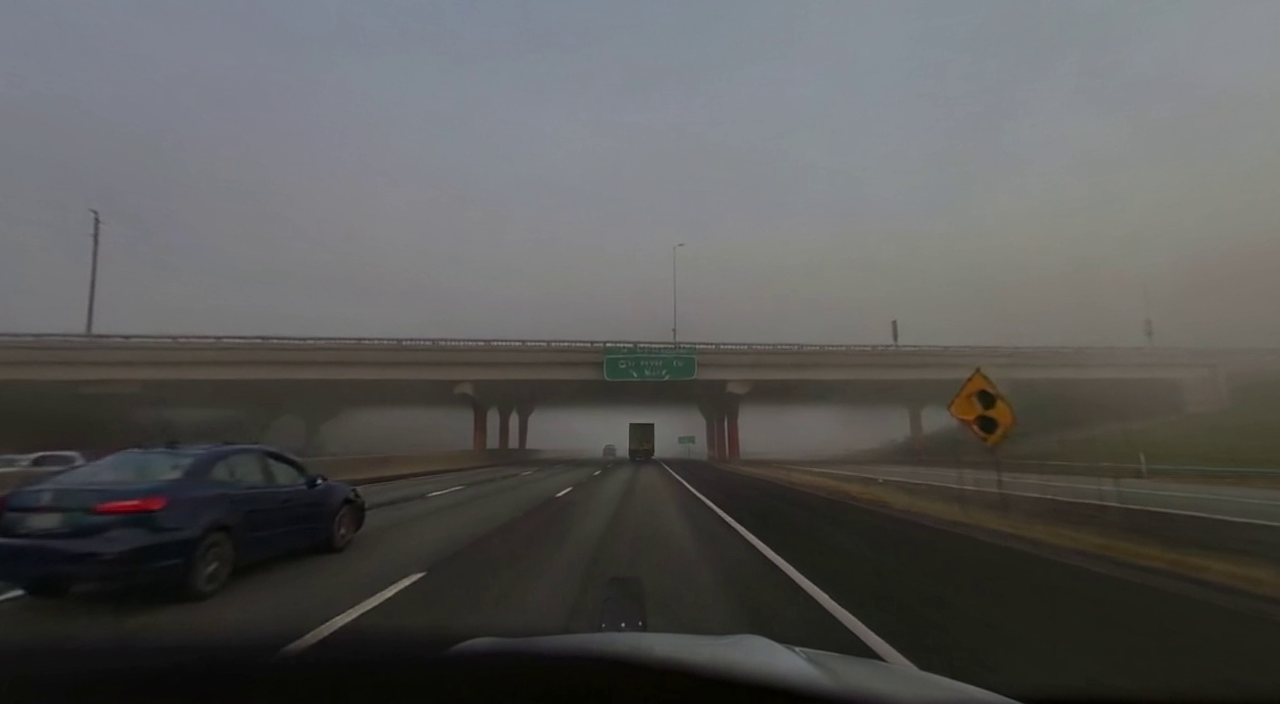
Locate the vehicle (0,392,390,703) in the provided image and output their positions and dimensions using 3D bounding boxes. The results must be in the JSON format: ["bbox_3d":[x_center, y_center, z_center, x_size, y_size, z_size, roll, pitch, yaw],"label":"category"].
[{"bbox_3d":[-4.401,1.388,5.630,2.235,1.593,5.077,0,-9,0],"label":"vehicle"}]
